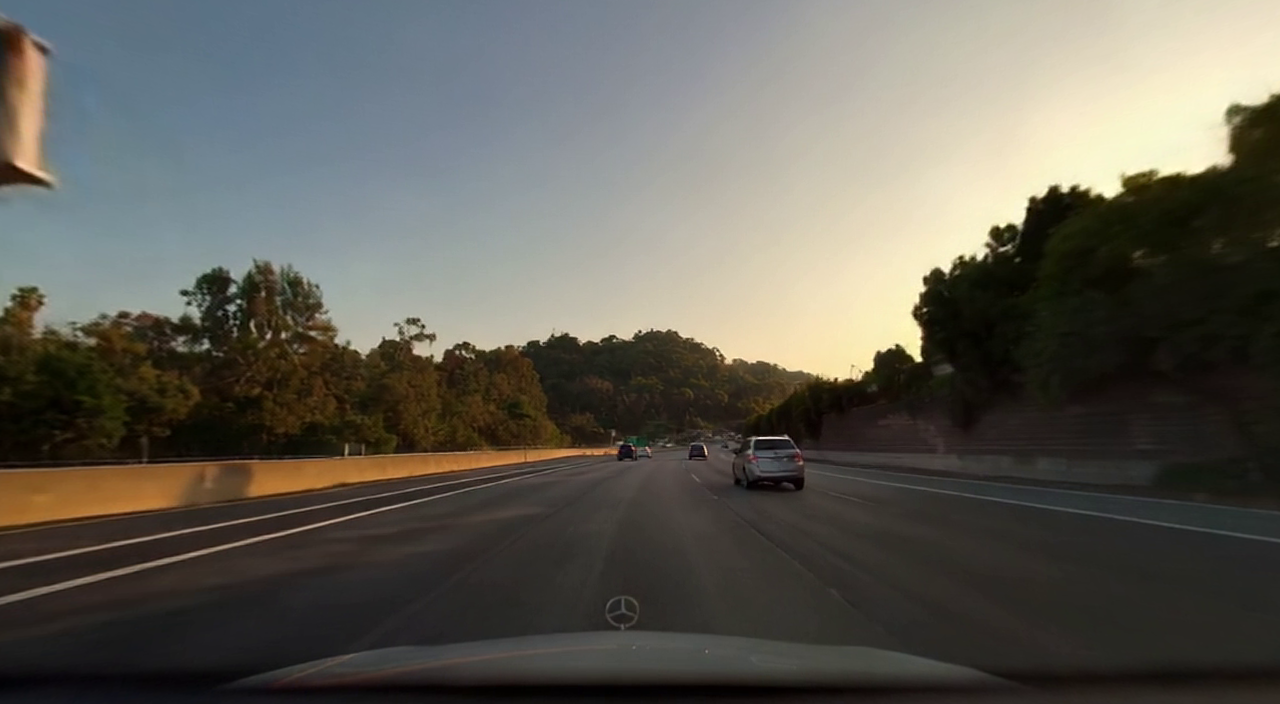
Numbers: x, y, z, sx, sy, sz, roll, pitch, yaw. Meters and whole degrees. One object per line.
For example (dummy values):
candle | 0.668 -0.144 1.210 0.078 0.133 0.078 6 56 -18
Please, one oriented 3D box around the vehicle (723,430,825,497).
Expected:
vehicle | 3.859 3.294 19.001 2.075 1.743 4.410 0 -9 0
